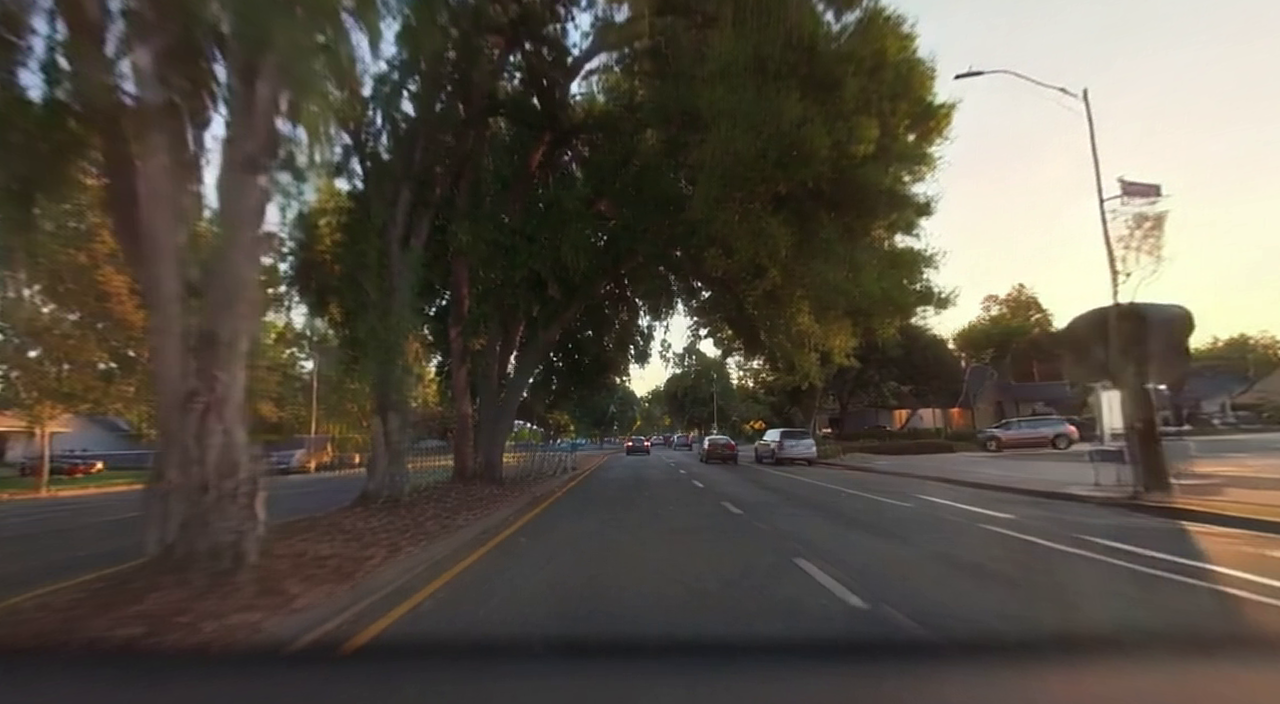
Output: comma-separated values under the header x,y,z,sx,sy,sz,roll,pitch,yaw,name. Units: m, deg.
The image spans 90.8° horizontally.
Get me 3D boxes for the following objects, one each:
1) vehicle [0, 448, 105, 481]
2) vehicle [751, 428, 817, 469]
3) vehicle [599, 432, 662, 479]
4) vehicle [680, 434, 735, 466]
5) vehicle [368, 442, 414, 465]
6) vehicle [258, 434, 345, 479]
x,y,z,sx,sy,sz,roll,pitch,yaw,name
-27.576,5.121,28.903,4.413,1.451,1.882,0,-9,0,vehicle
6.733,4.592,30.032,2.117,1.757,4.969,0,-8,2,vehicle
-0.284,3.629,22.321,2.052,1.488,3.779,0,-8,1,vehicle
3.274,4.911,31.656,2.124,1.476,4.730,0,-8,-1,vehicle
-19.356,7.915,49.328,1.903,1.706,3.994,0,-8,0,vehicle
-19.002,5.839,35.793,2.222,2.141,5.390,-1,-6,-3,vehicle
